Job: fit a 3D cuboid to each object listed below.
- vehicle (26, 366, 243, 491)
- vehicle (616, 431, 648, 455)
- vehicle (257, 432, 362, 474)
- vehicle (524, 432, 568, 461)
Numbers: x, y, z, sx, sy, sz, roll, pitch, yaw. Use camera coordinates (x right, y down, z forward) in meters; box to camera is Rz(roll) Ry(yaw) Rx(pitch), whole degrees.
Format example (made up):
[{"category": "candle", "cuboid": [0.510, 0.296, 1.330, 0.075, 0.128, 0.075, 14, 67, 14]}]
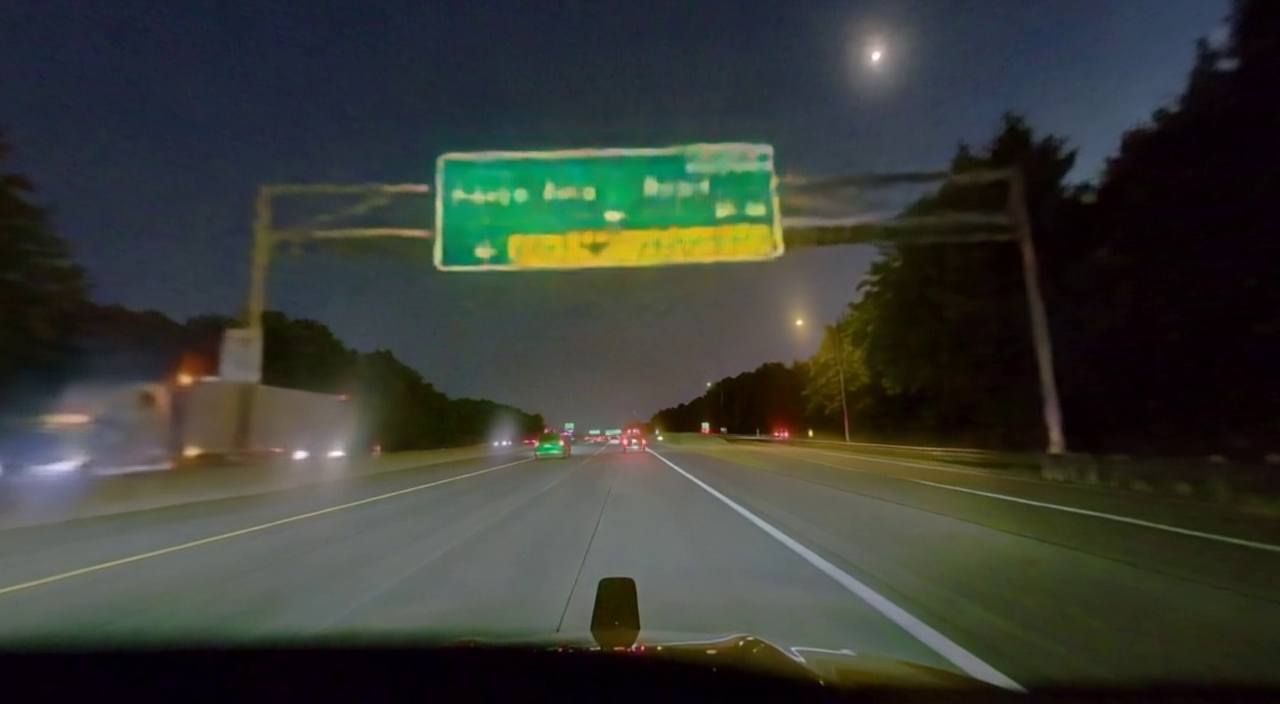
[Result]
[{"category": "vehicle", "cuboid": [-17.930, 2.798, 22.998, 2.987, 3.956, 5.796, 0, -8, -2]}, {"category": "vehicle", "cuboid": [-0.579, 6.398, 44.389, 2.139, 1.561, 4.060, 0, -8, -1]}, {"category": "vehicle", "cuboid": [-13.193, 4.035, 25.528, 1.890, 1.523, 4.519, 0, -8, -2]}, {"category": "vehicle", "cuboid": [-5.095, 5.142, 34.486, 1.959, 1.514, 3.668, 0, -8, -2]}]
